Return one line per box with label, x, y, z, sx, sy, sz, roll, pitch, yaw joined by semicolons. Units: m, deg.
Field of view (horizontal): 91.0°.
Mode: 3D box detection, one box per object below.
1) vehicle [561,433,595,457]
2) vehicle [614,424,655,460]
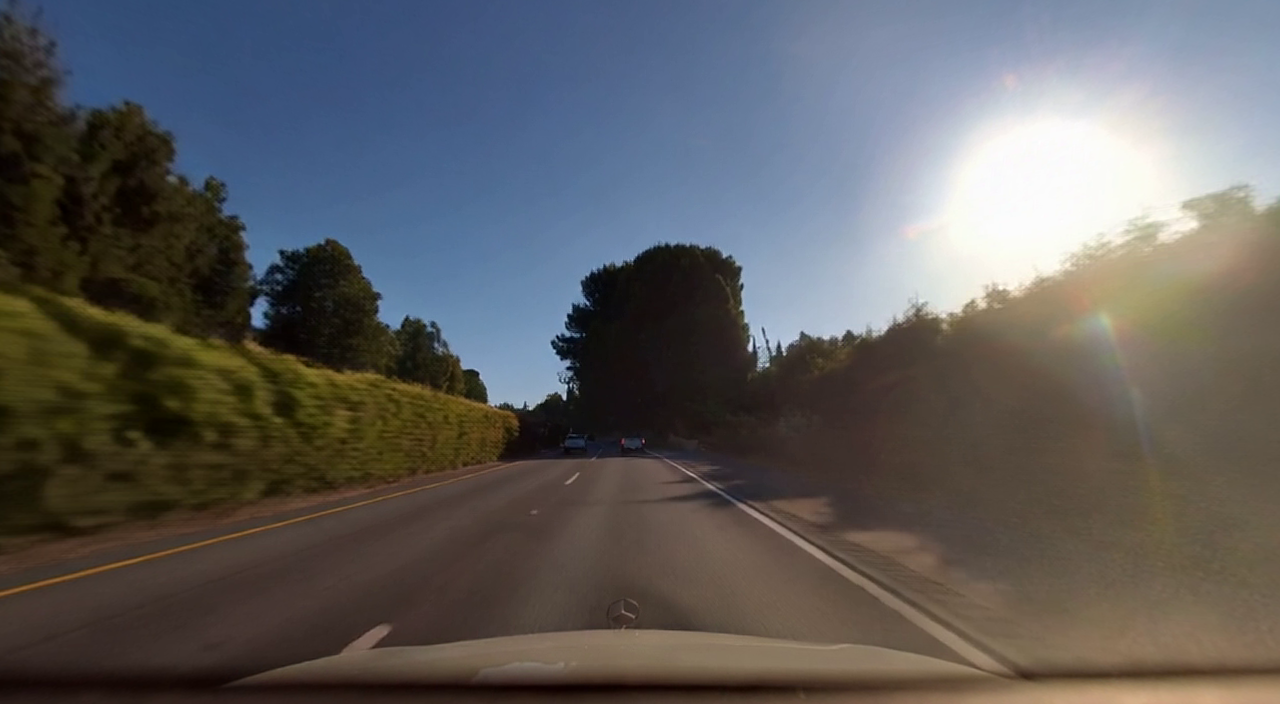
vehicle;-4.409;6.633;45.032;2.062;1.567;4.117;0;-8;-1
vehicle;-0.370;5.173;36.253;2.223;1.957;4.416;0;-8;-2
